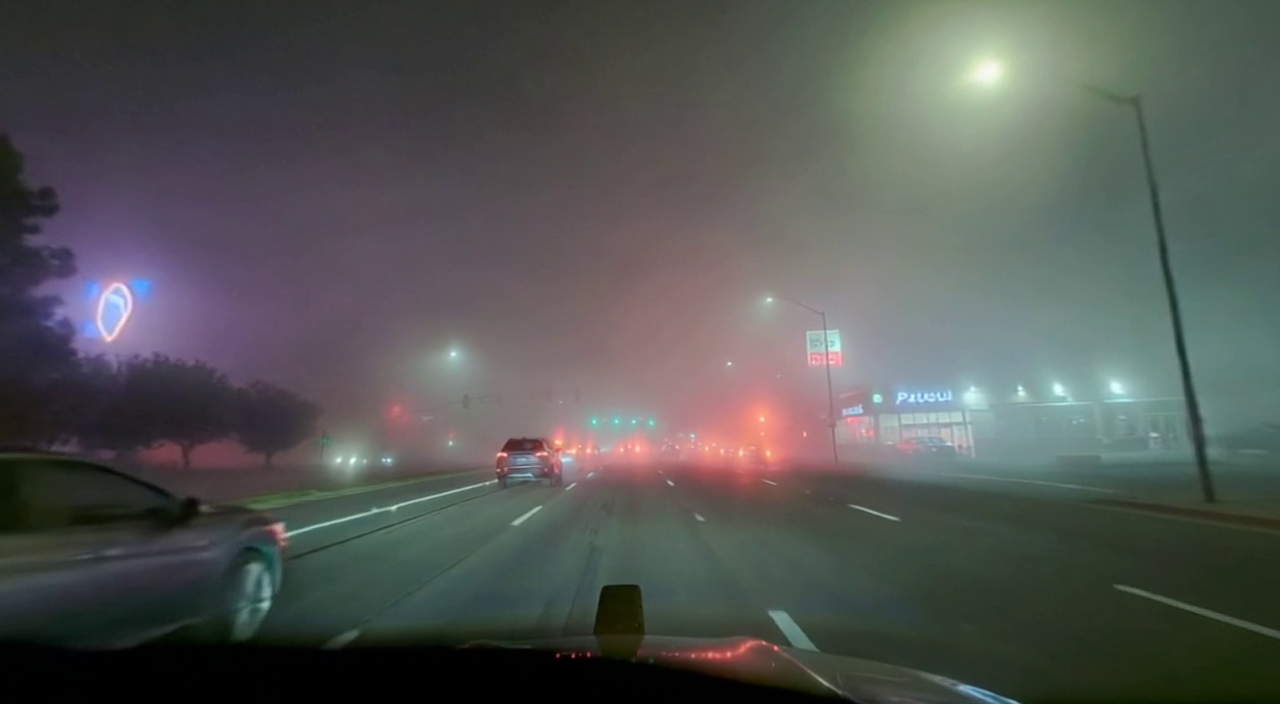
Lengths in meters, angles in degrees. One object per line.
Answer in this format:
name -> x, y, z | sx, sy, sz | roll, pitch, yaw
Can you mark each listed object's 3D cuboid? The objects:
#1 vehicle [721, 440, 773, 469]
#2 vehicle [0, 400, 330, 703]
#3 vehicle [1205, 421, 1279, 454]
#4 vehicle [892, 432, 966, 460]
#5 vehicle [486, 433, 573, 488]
vehicle -> 5.755, 5.558, 34.504 | 2.017, 1.453, 4.497 | -1, -8, -1
vehicle -> -3.653, 1.020, 2.933 | 2.097, 1.497, 4.571 | -1, -8, 0
vehicle -> 30.707, 4.141, 30.803 | 4.181, 1.491, 1.706 | -6, -10, 23
vehicle -> 16.231, 5.333, 35.789 | 1.819, 1.457, 4.680 | 0, -8, -2
vehicle -> -3.630, 3.667, 21.617 | 2.143, 1.643, 4.336 | -1, -8, 1
